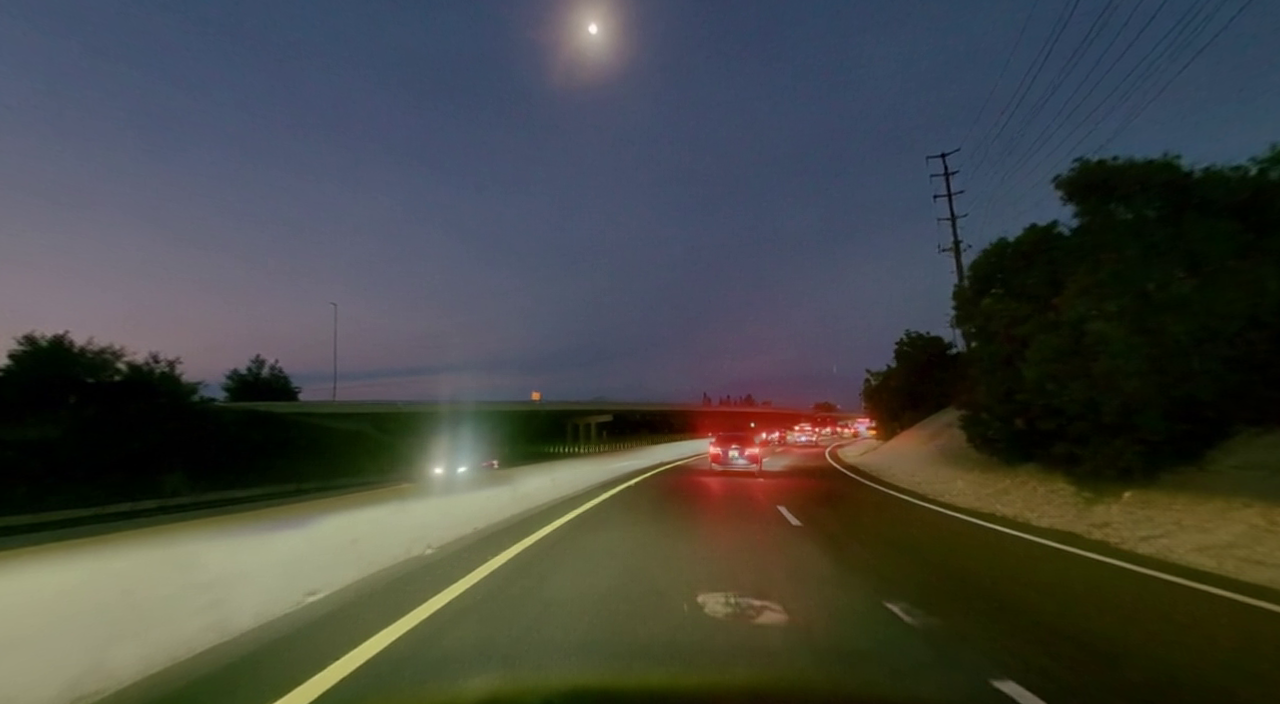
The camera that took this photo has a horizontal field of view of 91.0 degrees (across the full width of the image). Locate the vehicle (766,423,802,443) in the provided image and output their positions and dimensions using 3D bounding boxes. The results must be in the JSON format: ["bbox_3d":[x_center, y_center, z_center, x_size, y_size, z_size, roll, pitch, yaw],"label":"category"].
[{"bbox_3d":[11.431,6.458,49.771,1.931,1.485,4.191,-4,-9,24],"label":"vehicle"}]

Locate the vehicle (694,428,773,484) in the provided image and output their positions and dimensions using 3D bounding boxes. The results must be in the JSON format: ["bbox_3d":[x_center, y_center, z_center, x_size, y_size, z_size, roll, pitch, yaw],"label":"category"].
[{"bbox_3d":[2.831,3.133,19.210,2.091,1.482,4.321,-1,-8,8],"label":"vehicle"}]
